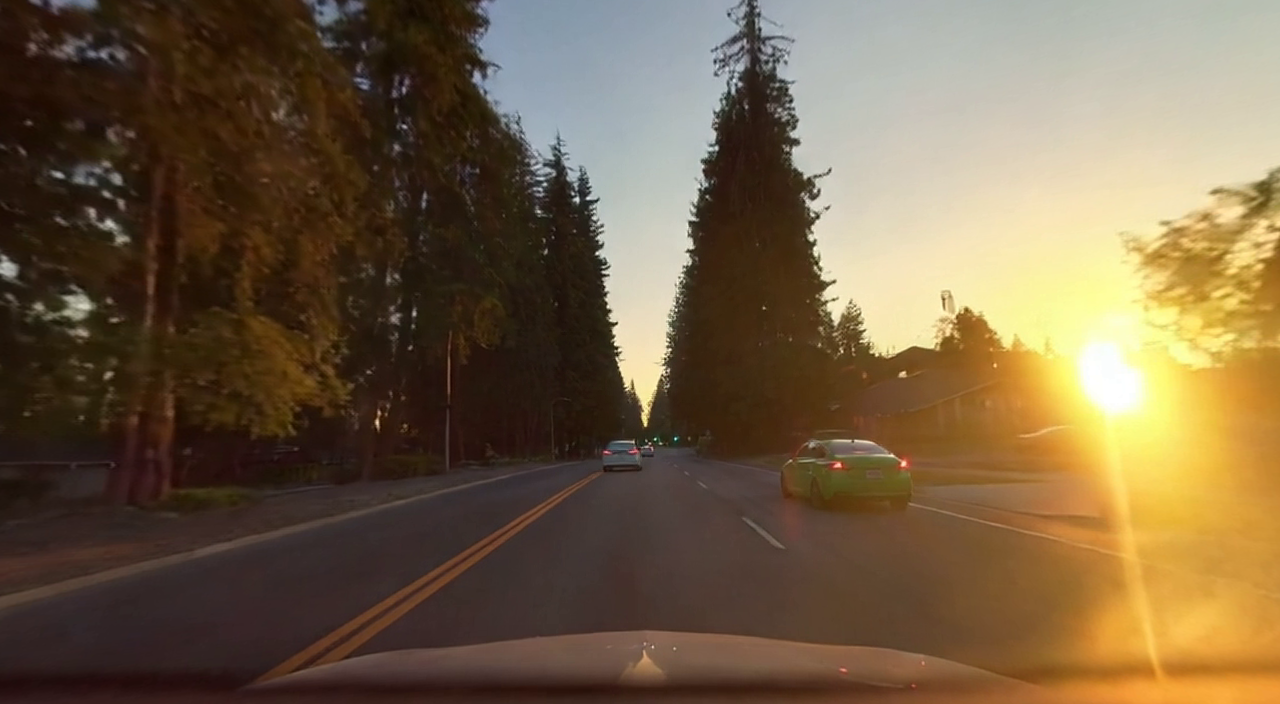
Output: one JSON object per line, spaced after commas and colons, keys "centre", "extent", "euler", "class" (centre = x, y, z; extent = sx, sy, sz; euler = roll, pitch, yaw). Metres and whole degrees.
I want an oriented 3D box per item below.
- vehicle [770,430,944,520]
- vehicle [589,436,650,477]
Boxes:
{"centre": [4.151, 2.392, 12.989], "extent": [1.943, 1.471, 4.515], "euler": [-1, -8, 0], "class": "vehicle"}
{"centre": [-0.779, 4.372, 26.854], "extent": [2.206, 1.525, 4.695], "euler": [-1, -8, 2], "class": "vehicle"}
